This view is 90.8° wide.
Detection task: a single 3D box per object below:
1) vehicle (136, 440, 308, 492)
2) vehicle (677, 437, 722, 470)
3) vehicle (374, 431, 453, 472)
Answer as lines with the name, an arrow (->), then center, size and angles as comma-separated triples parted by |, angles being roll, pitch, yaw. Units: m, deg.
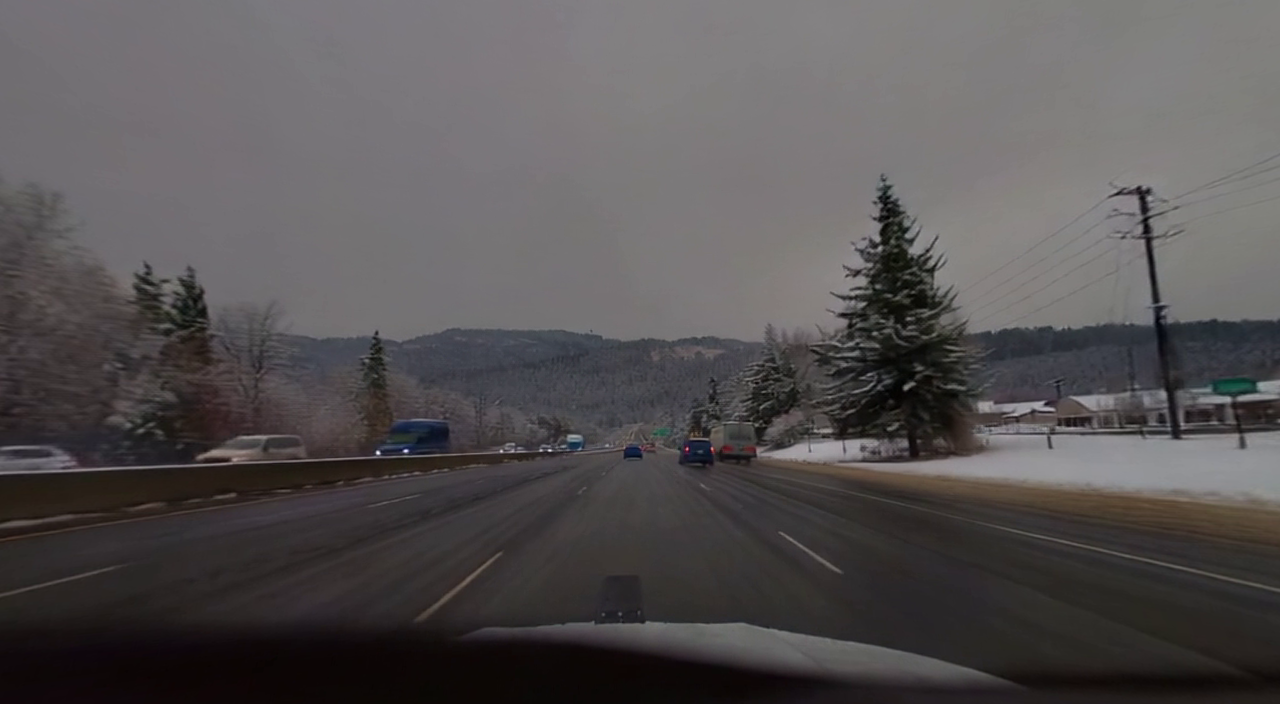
vehicle -> -13.409, 3.691, 20.818 | 2.057, 1.477, 5.327 | 0, -9, 0
vehicle -> 3.404, 5.955, 37.020 | 2.036, 1.796, 4.470 | 0, -9, -2
vehicle -> -13.785, 6.151, 39.054 | 2.308, 2.270, 7.009 | 0, -9, 0
